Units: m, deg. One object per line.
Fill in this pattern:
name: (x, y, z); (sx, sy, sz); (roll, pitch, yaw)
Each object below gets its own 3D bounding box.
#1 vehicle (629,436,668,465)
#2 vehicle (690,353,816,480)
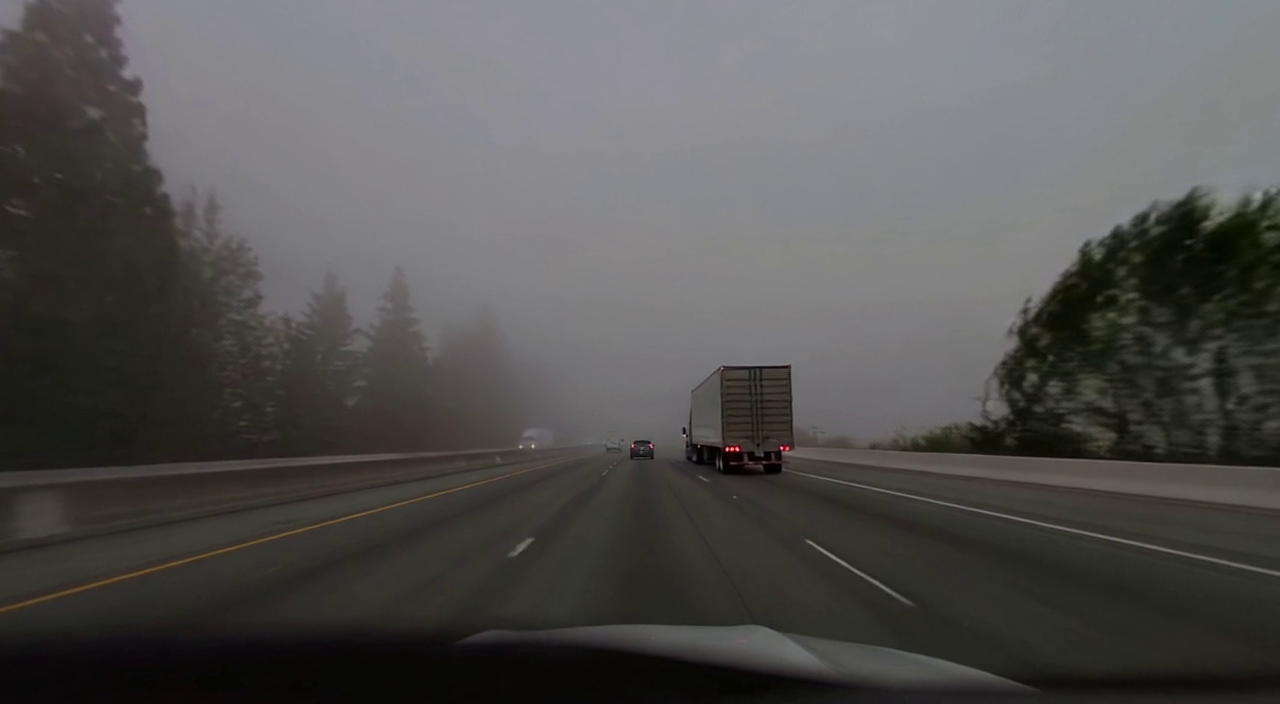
vehicle: (0.564, 5.896, 37.894); (2.139, 1.607, 4.034); (-1, -8, 3)
vehicle: (4.248, 3.081, 27.694); (3.005, 4.131, 14.221); (0, -8, 0)
